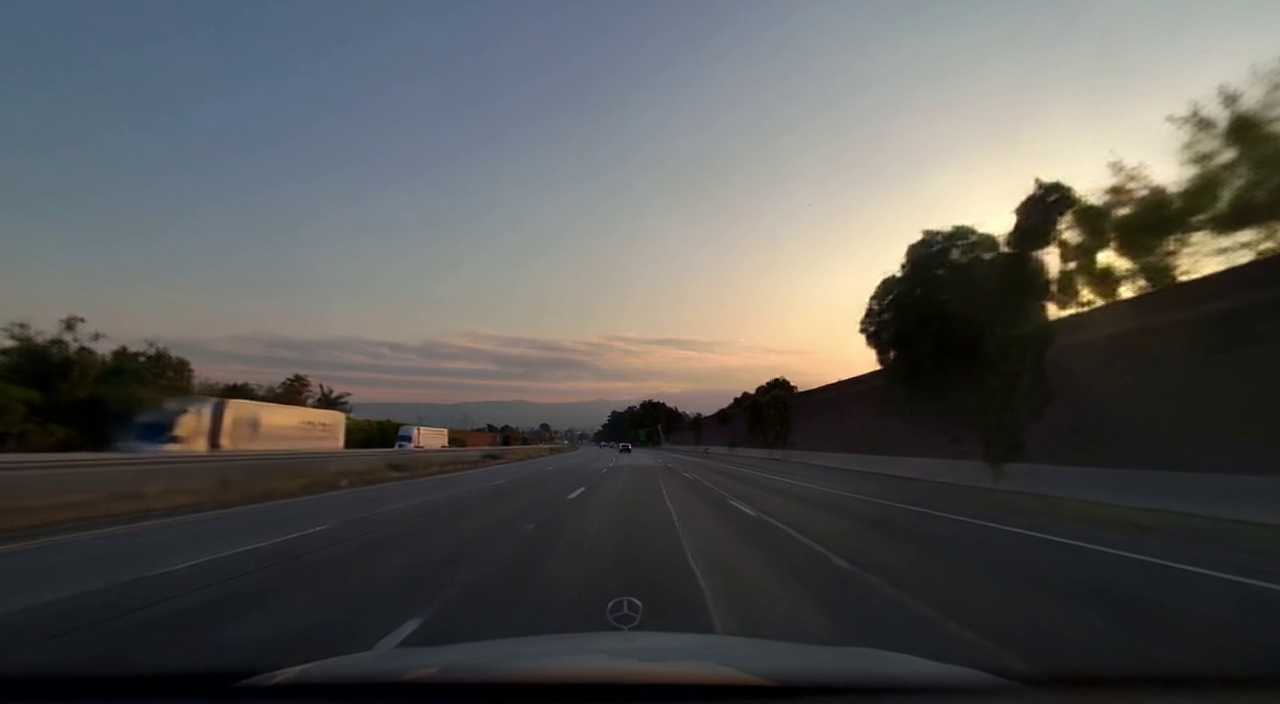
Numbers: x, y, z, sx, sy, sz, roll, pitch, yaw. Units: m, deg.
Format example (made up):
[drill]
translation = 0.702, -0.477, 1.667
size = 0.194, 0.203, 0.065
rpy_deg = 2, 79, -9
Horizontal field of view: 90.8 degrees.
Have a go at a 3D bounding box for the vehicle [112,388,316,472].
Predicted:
[vehicle]
translation = -23.066, 4.609, 35.715
size = 2.979, 3.898, 12.555
rpy_deg = 0, -9, -1
